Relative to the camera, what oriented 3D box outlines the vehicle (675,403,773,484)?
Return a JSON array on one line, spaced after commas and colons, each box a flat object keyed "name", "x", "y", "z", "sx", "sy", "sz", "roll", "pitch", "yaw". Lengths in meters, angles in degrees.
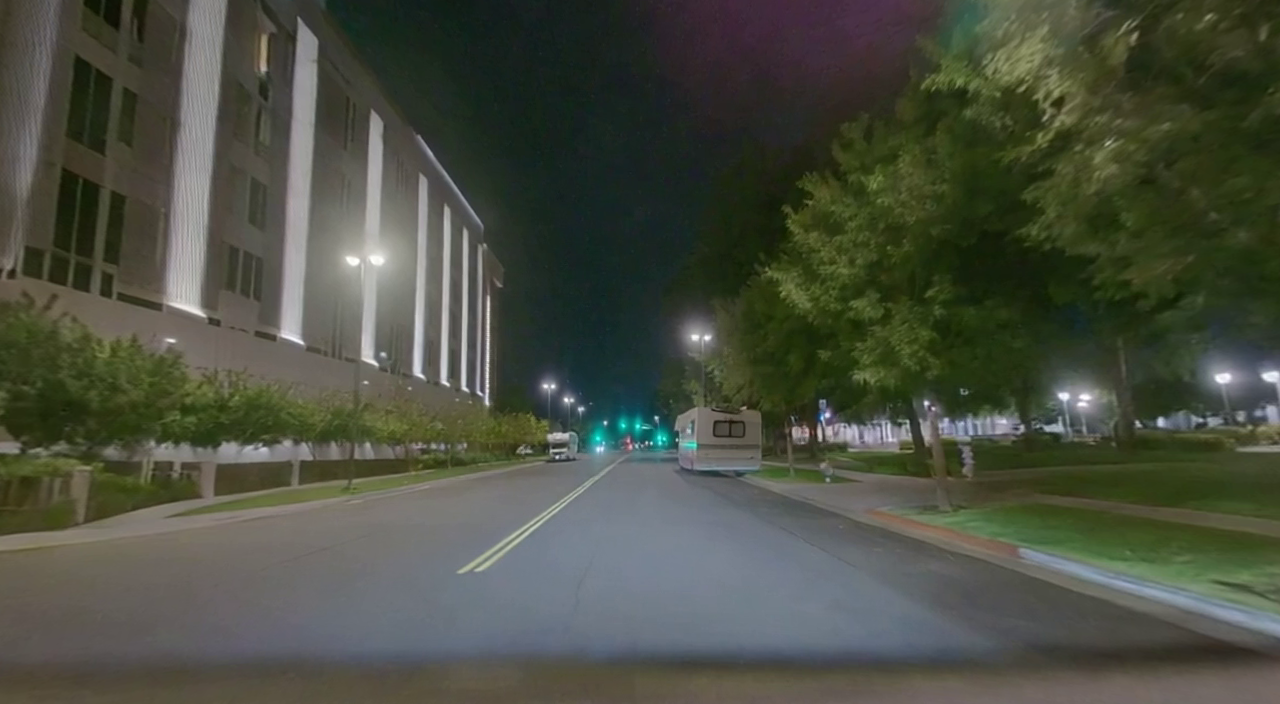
[{"name": "vehicle", "x": 3.539, "y": 4.168, "z": 29.078, "sx": 3.074, "sy": 3.099, "sz": 8.805, "roll": 1, "pitch": -8, "yaw": -2}]
